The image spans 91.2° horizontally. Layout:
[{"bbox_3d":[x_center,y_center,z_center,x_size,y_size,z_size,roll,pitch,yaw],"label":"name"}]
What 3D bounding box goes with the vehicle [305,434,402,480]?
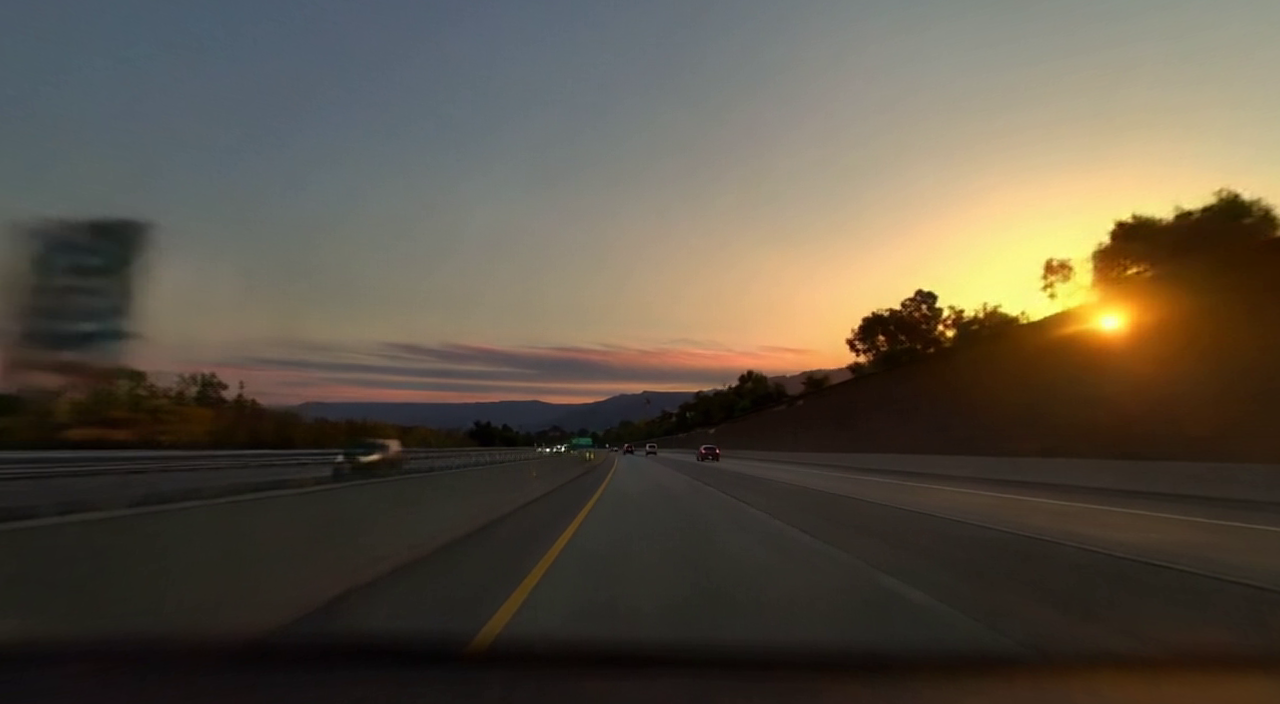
[{"bbox_3d":[-12.073,4.442,26.779,2.106,1.766,4.400,0,-9,-1],"label":"vehicle"}]
